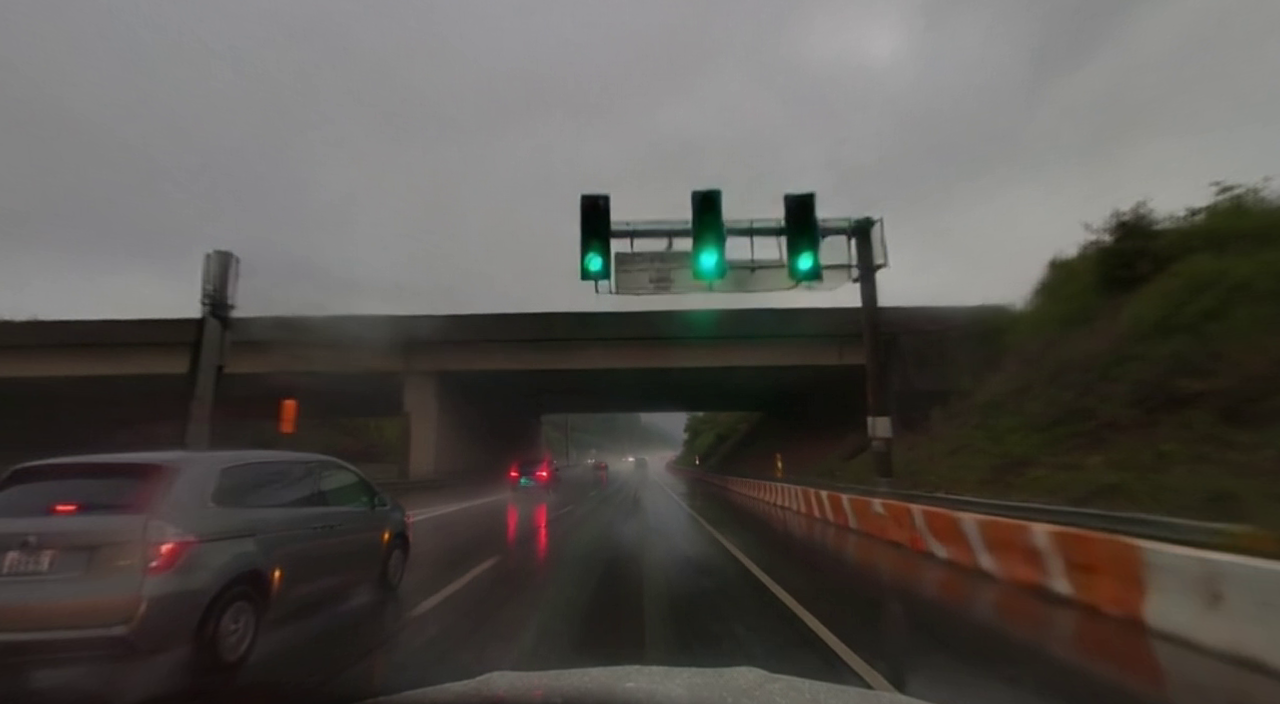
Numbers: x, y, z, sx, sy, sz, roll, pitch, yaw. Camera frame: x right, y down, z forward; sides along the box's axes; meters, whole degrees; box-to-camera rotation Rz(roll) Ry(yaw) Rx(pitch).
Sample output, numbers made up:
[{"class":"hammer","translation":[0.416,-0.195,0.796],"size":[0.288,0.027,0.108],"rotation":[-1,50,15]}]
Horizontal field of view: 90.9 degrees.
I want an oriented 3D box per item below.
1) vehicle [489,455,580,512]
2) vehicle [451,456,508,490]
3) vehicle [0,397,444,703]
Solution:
[{"class":"vehicle","translation":[-3.029,3.891,18.908],"size":[1.992,1.466,3.690],"rotation":[1,-10,2]},{"class":"vehicle","translation":[-7.938,6.032,31.556],"size":[1.823,1.540,4.231],"rotation":[1,-10,-1]},{"class":"vehicle","translation":[-3.277,1.314,4.469],"size":[2.023,1.507,5.082],"rotation":[1,-10,1]}]
